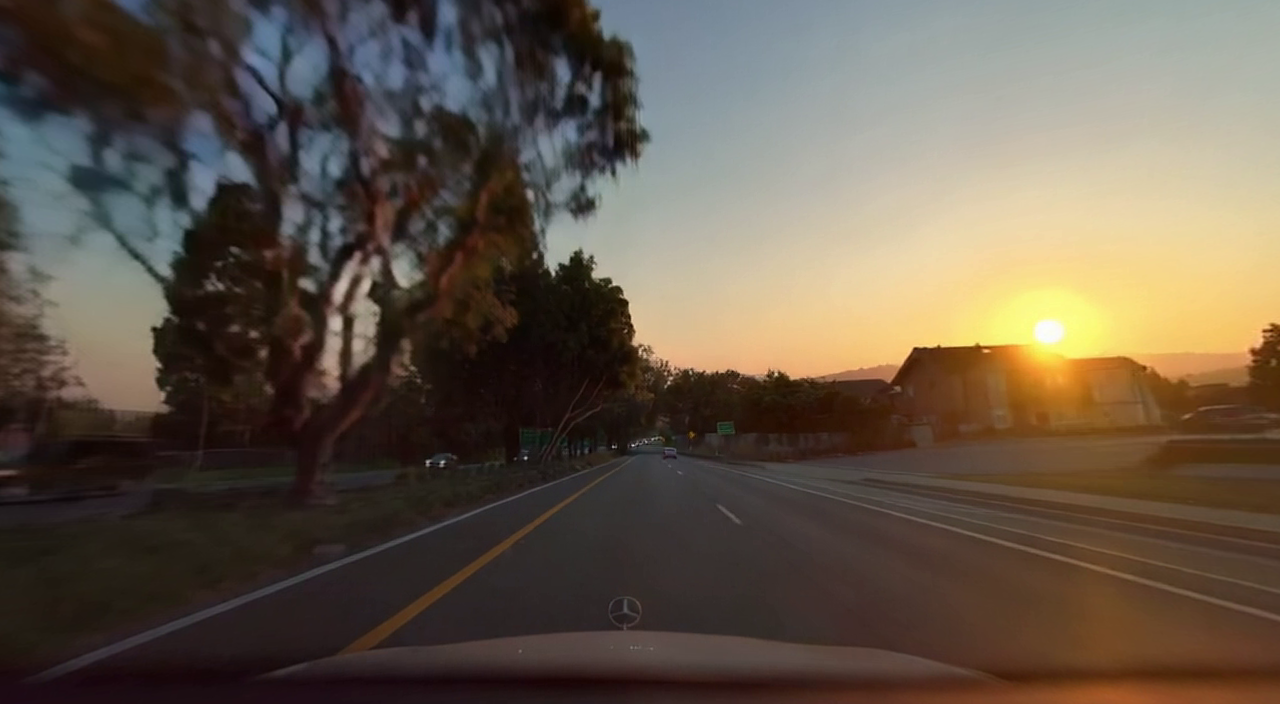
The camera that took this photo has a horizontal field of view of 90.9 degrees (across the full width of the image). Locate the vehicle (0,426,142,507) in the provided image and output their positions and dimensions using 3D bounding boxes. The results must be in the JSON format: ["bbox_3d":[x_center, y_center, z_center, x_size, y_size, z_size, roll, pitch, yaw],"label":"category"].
[{"bbox_3d":[-22.267,4.240,23.868,2.524,2.717,4.974,-1,-8,2],"label":"vehicle"}]
